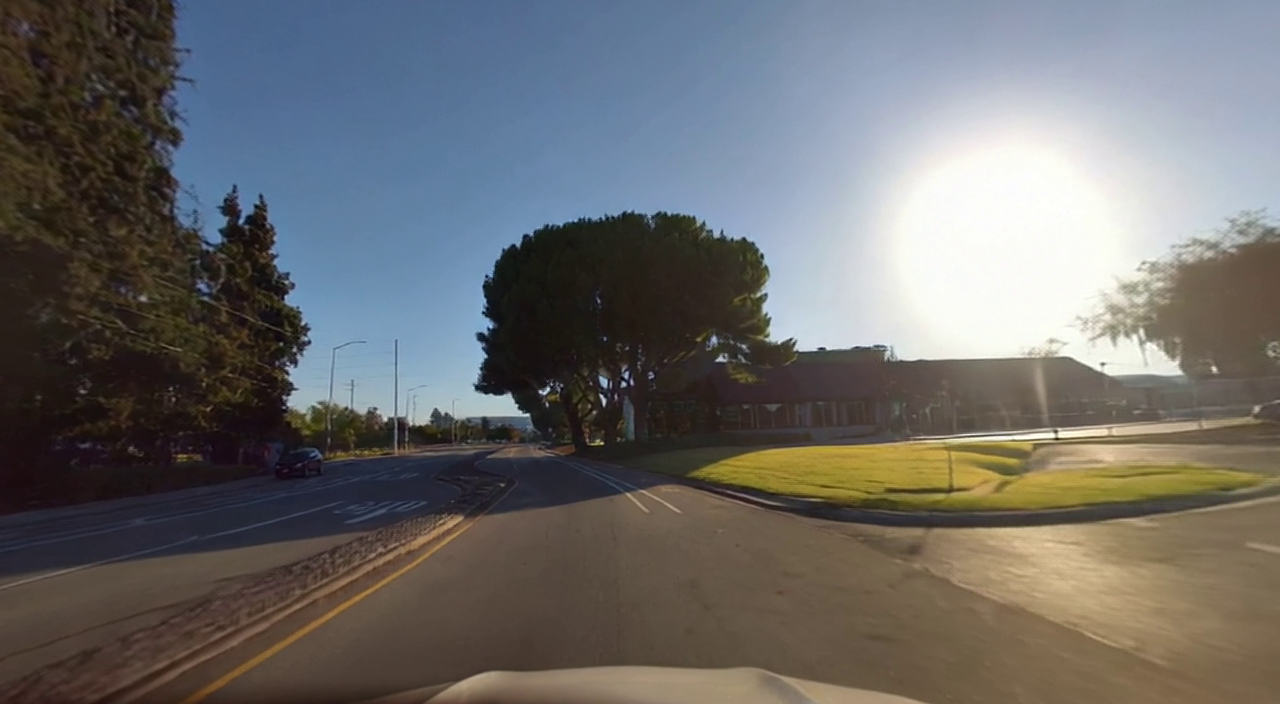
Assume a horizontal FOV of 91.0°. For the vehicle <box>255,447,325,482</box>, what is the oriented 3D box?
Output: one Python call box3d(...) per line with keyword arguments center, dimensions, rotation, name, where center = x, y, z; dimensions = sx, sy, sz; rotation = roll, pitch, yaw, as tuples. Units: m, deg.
box3d(center=(-18.121, 5.836, 32.817), dimensions=(1.952, 1.632, 4.200), rotation=(1, -10, -11), name="vehicle")
